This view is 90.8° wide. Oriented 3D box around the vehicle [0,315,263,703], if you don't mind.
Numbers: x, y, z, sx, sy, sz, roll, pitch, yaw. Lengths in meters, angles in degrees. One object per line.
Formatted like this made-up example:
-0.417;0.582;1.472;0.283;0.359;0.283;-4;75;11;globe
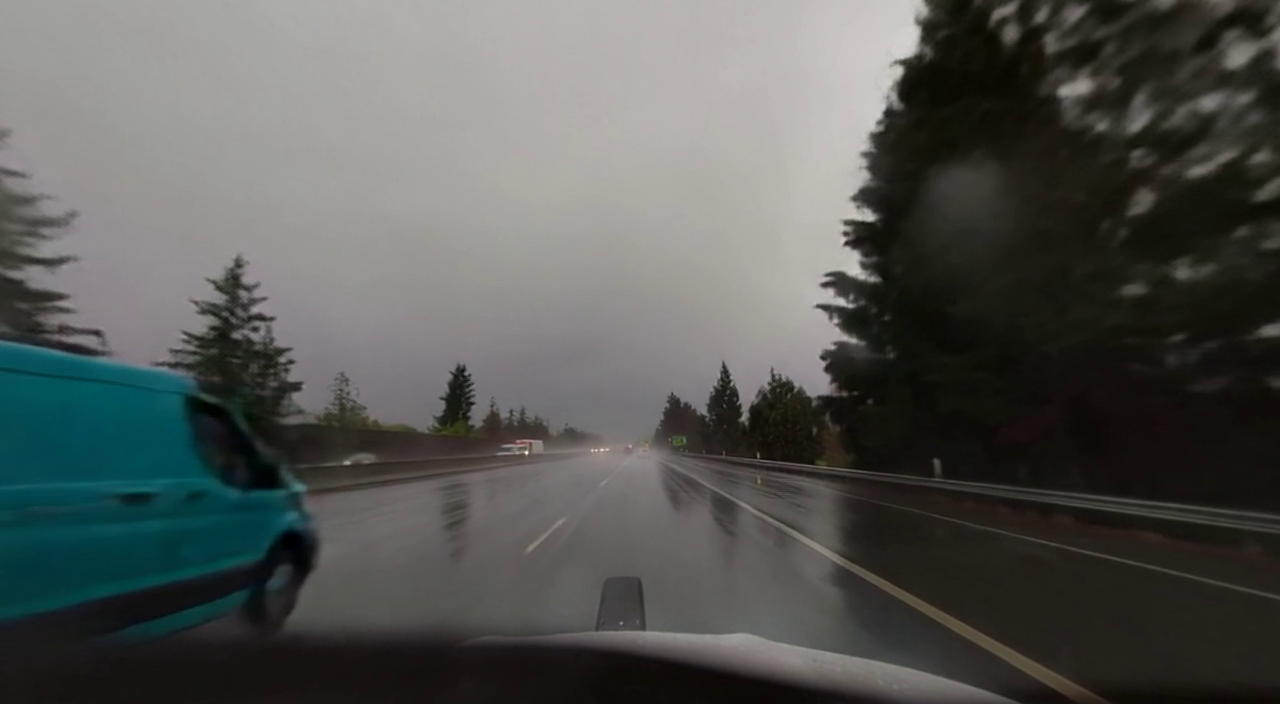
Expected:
-3.949;0.698;1.817;2.349;1.973;5.419;0;-9;0;vehicle
